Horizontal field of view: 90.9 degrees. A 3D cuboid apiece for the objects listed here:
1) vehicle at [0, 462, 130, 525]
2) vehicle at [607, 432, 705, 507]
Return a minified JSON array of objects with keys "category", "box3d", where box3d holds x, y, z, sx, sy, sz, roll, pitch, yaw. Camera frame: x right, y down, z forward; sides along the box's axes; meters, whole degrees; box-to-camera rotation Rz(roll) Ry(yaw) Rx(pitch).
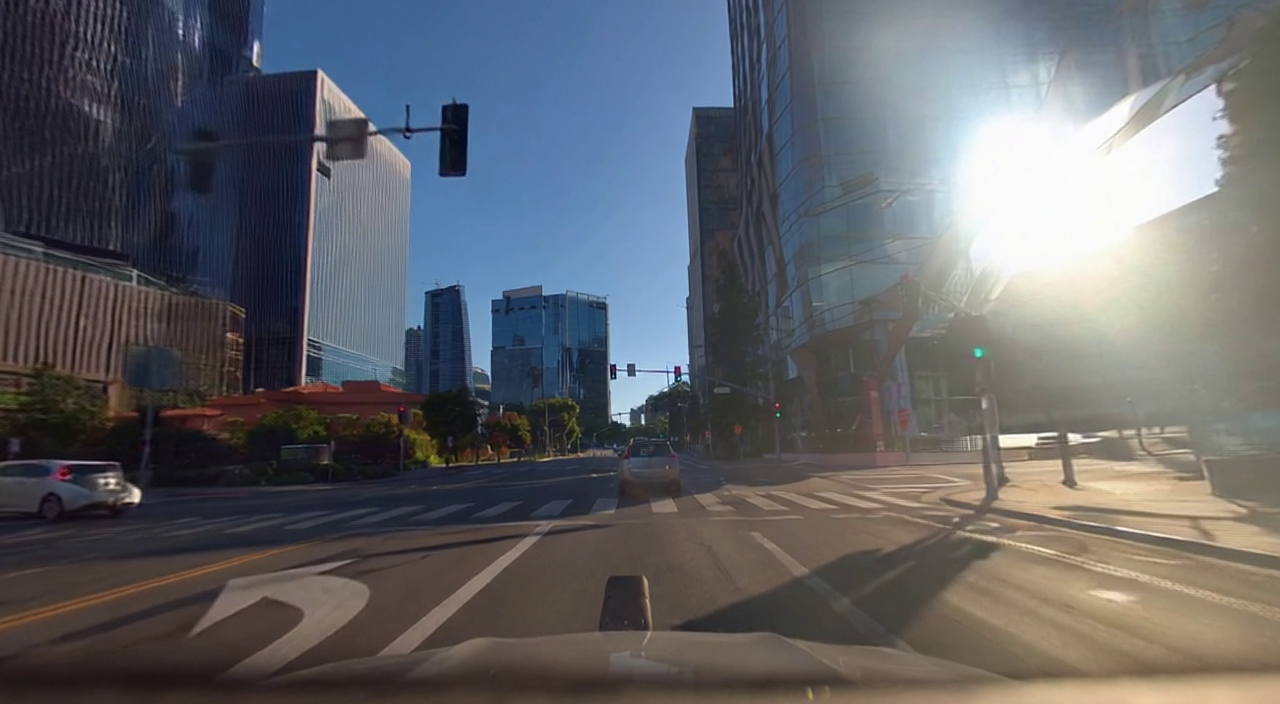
[{"category":"vehicle","box3d":[-16.820,3.833,17.395,4.494,1.475,1.893,-3,-9,16]},{"category":"vehicle","box3d":[0.342,2.918,16.122,2.184,1.640,4.086,0,-8,0]}]
